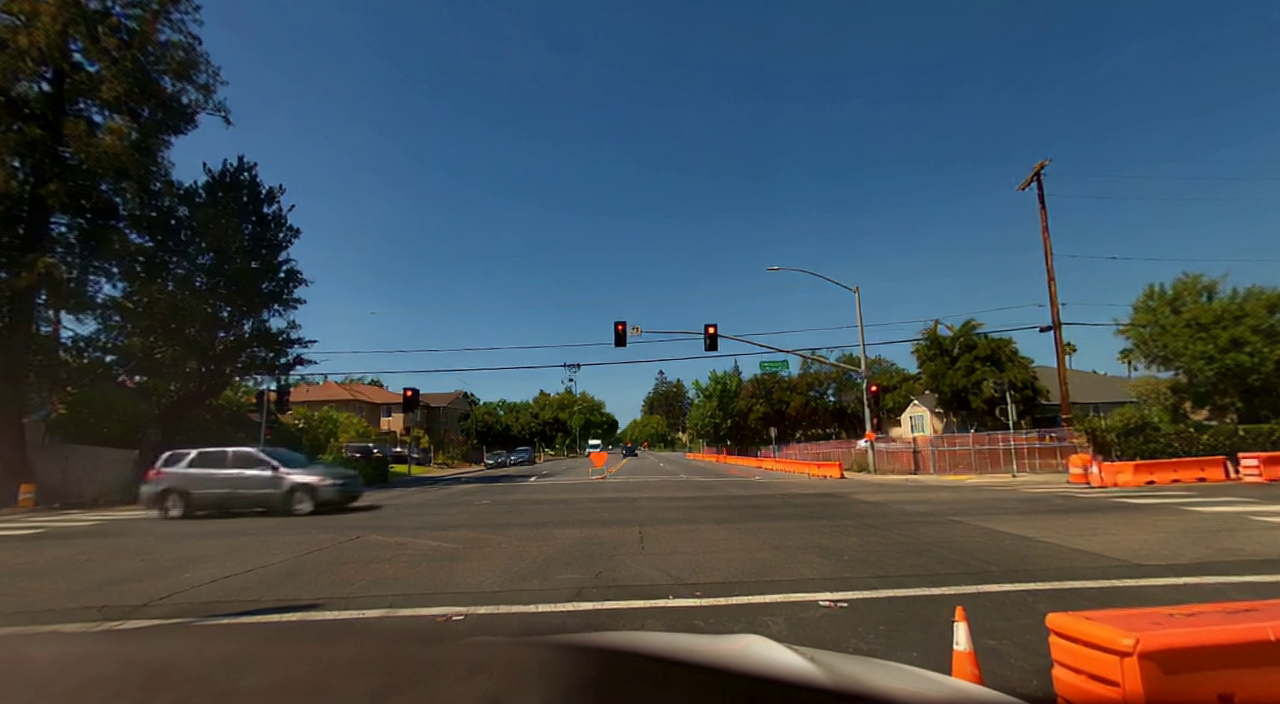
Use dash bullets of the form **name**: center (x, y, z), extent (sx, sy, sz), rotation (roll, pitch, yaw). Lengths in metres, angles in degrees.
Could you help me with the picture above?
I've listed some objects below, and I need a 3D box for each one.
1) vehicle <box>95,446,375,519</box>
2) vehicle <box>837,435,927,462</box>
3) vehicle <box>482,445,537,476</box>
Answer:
- **vehicle**: center (-8.872, 2.871, 14.237), extent (4.860, 1.483, 2.077), rotation (0, -8, 0)
- **vehicle**: center (15.379, 6.173, 40.320), extent (4.892, 1.656, 1.856), rotation (0, -8, 0)
- **vehicle**: center (-6.600, 5.533, 32.402), extent (1.881, 1.452, 4.121), rotation (0, -8, 1)
